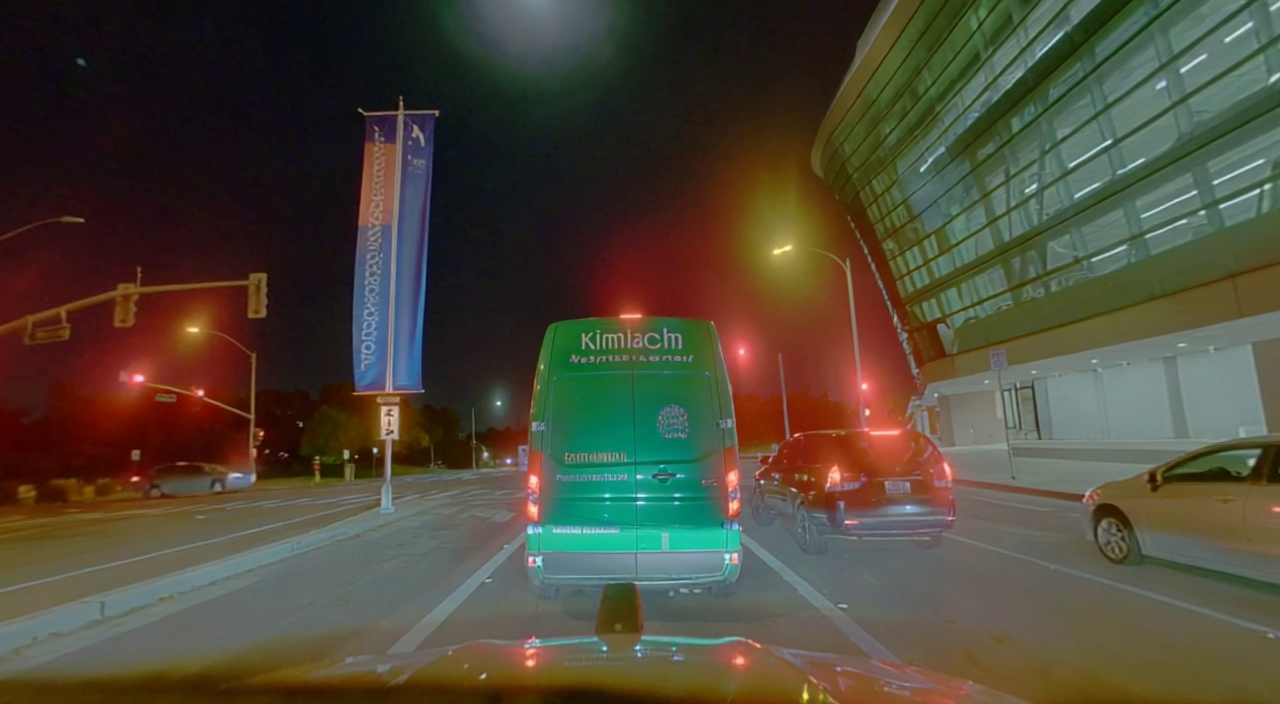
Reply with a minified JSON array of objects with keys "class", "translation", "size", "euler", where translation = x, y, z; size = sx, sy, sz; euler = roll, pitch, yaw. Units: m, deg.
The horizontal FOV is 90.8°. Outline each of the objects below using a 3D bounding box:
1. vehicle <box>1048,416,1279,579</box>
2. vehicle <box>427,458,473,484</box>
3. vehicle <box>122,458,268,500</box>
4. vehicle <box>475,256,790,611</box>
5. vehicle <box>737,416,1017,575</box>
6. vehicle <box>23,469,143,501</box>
[{"class":"vehicle","translation":[7.520,1.570,6.999],"size":[1.963,1.669,4.678],"euler":[3,-9,-20]},{"class":"vehicle","translation":[-14.535,9.130,48.646],"size":[1.997,1.806,4.630],"euler":[0,-8,1]},{"class":"vehicle","translation":[-18.890,5.379,26.974],"size":[4.659,1.615,1.944],"euler":[0,-8,-3]},{"class":"vehicle","translation":[-0.022,1.183,9.097],"size":[2.613,3.035,7.342],"euler":[0,-8,1]},{"class":"vehicle","translation":[2.877,1.863,9.047],"size":[2.183,1.676,4.506],"euler":[0,-8,-1]},{"class":"vehicle","translation":[-31.104,7.434,35.402],"size":[4.806,1.652,1.869],"euler":[0,-8,-2]}]
